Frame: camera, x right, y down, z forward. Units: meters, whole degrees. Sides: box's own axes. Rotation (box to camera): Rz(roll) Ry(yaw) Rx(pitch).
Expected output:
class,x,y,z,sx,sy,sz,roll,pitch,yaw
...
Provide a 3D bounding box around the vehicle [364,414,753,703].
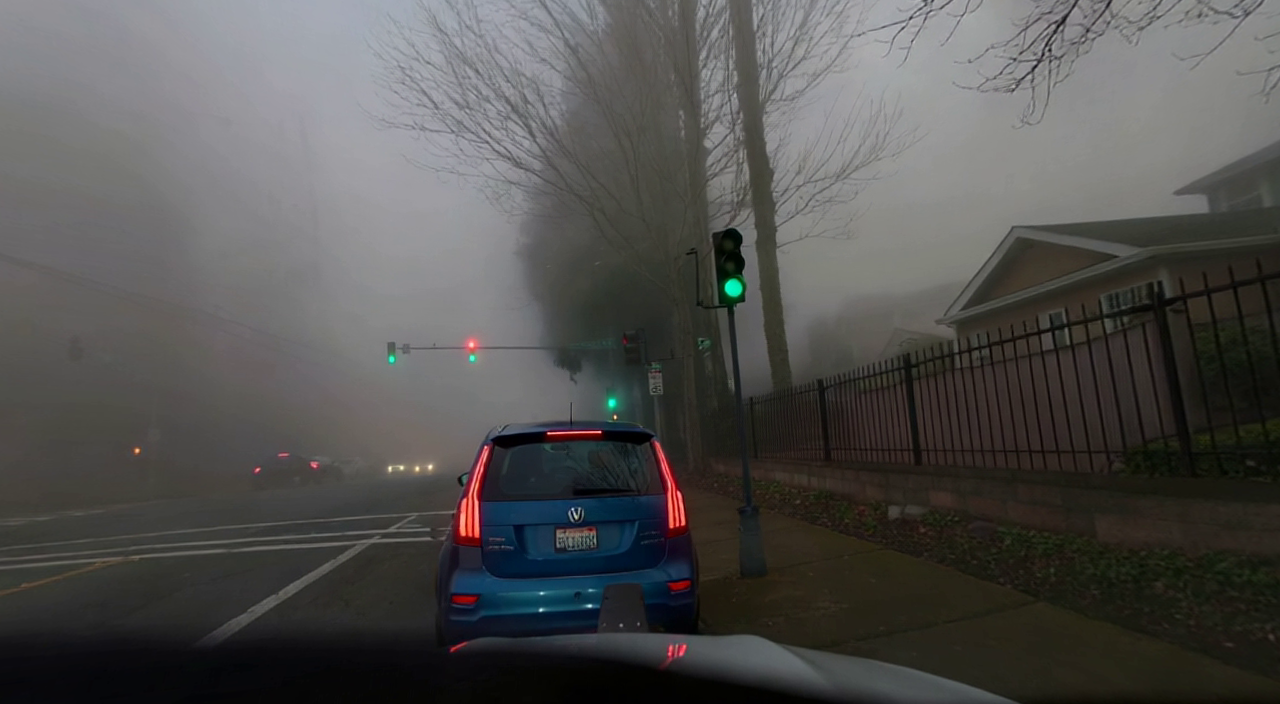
class,x,y,z,sx,sy,sz,roll,pitch,yaw
vehicle,-0.669,1.363,5.229,2.024,1.502,3.702,1,-9,-9
